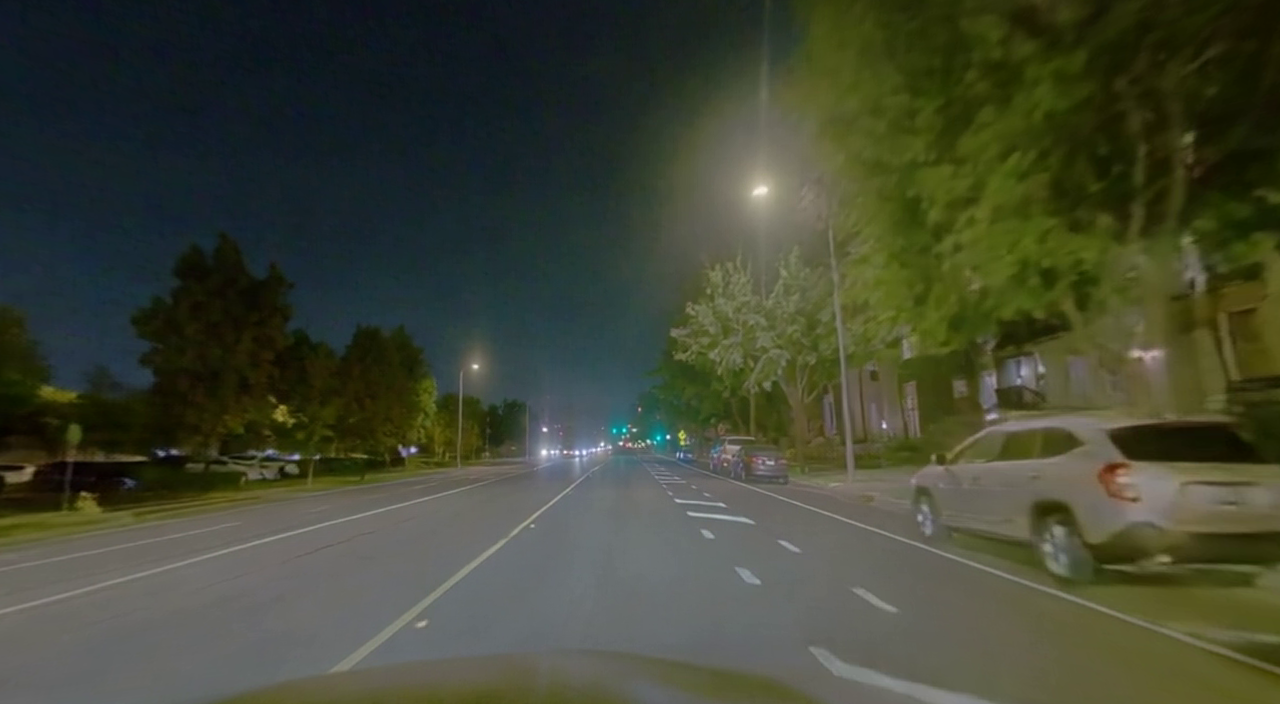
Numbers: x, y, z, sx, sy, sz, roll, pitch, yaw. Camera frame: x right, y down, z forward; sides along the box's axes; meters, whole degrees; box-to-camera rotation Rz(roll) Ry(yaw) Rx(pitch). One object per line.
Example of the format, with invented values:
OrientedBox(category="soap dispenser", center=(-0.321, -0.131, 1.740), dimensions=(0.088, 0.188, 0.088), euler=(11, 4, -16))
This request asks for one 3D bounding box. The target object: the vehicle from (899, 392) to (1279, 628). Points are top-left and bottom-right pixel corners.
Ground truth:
OrientedBox(category="vehicle", center=(4.767, 1.479, 6.870), dimensions=(2.028, 1.731, 4.241), euler=(0, -8, -1))

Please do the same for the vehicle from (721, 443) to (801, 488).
OrientedBox(category="vehicle", center=(4.269, 4.052, 22.966), dimensions=(1.935, 1.433, 4.241), euler=(0, -8, -2))

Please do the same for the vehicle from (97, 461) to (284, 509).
OrientedBox(category="vehicle", center=(-15.555, 4.616, 22.119), dimensions=(4.826, 1.491, 2.086), euler=(1, -8, -4))

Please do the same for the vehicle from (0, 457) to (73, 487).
OrientedBox(category="vehicle", center=(-37.427, 7.196, 38.074), dimensions=(4.414, 1.651, 1.912), euler=(5, -10, -31))
